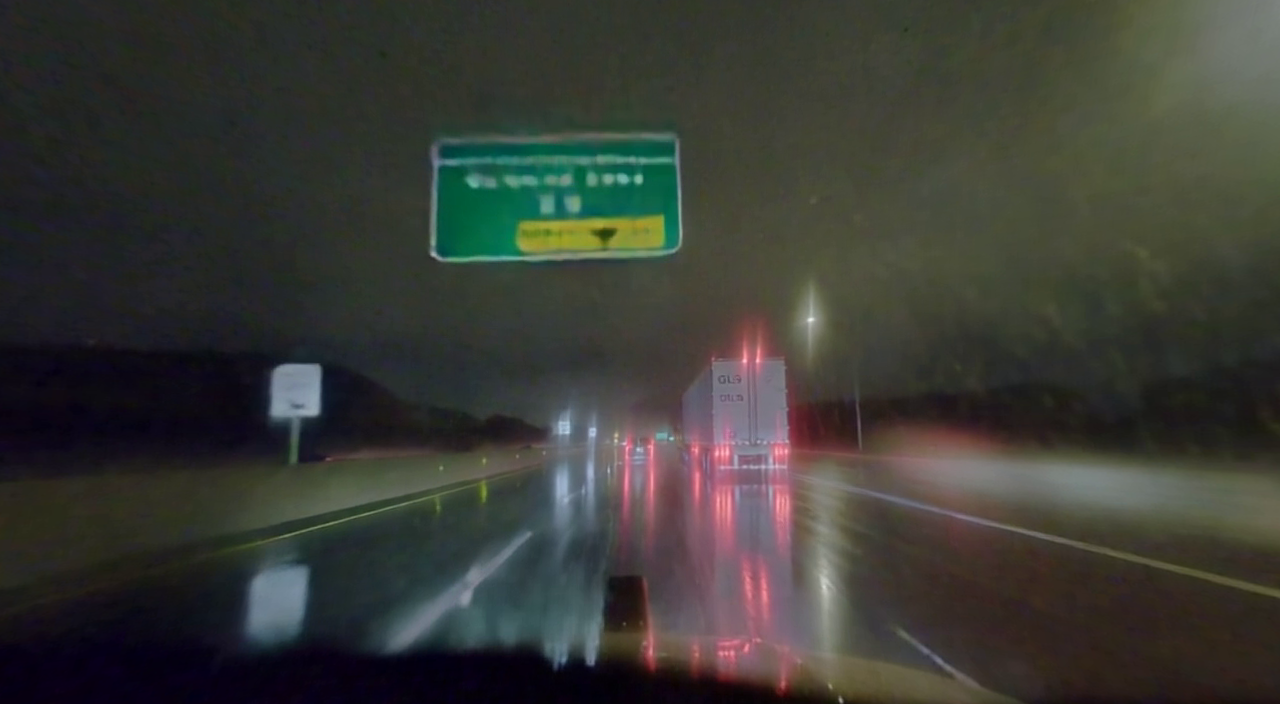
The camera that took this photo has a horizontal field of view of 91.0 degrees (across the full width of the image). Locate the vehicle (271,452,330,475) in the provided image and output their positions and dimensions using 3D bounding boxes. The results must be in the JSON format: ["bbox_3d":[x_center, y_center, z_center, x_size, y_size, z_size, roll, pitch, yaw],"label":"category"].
[{"bbox_3d":[-25.847,8.487,48.149,1.906,1.611,4.648,0,-8,0],"label":"vehicle"}]

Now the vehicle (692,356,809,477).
[{"bbox_3d":[4.112,2.891,26.281,3.014,4.068,10.359,0,-8,0],"label":"vehicle"}]

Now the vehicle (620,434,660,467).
[{"bbox_3d":[0.001,5.321,34.195,2.050,1.654,4.192,0,-8,0],"label":"vehicle"}]
